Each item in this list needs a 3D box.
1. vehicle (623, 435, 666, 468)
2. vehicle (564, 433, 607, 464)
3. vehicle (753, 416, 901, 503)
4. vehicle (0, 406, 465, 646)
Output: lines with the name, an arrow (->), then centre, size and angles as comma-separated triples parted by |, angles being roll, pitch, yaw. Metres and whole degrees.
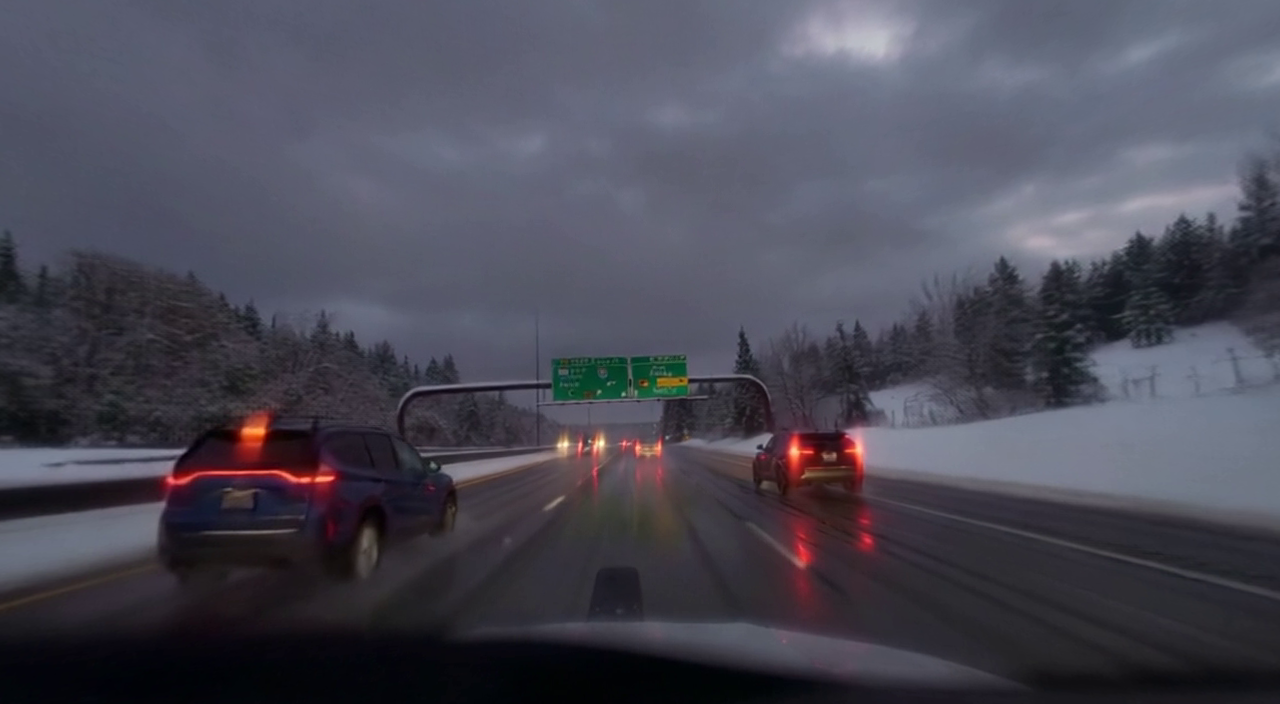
vehicle -> 0.240, 4.982, 31.706 | 2.049, 1.542, 3.816 | 0, -8, 1
vehicle -> -3.090, 5.610, 36.544 | 2.044, 1.682, 4.201 | -1, -8, 2
vehicle -> 4.081, 2.429, 14.595 | 2.025, 1.707, 4.279 | 0, -8, -1
vehicle -> -3.506, 1.466, 6.444 | 2.066, 1.561, 4.495 | 0, -8, 1
